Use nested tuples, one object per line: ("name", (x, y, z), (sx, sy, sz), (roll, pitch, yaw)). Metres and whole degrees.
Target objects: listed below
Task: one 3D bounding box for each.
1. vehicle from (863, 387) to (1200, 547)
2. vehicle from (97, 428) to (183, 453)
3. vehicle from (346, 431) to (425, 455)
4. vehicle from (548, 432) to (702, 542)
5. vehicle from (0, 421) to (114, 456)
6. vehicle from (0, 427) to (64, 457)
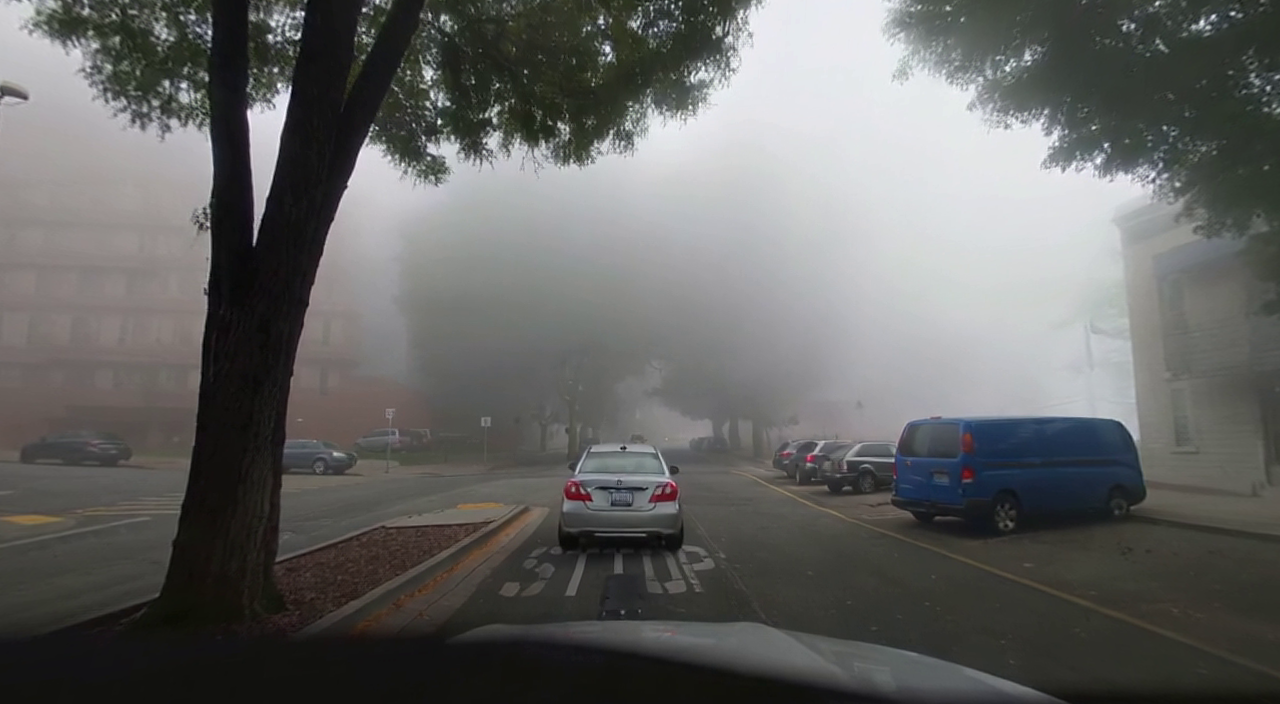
("vehicle", (6.651, 1.861, 10.717), (5.385, 2.146, 2.143), (4, -9, -25))
("vehicle", (-31.794, 5.640, 40.259), (3.915, 1.574, 1.850), (0, -8, 3))
("vehicle", (-18.435, 6.605, 45.915), (4.892, 1.679, 1.927), (1, -8, -7))
("vehicle", (-0.298, 2.150, 10.792), (2.065, 1.450, 4.522), (0, -8, -3))
("vehicle", (-31.834, 4.734, 34.350), (4.438, 1.814, 2.044), (0, -8, -2))
("vehicle", (-31.812, 4.497, 31.515), (4.168, 1.458, 1.904), (0, -8, -2))
